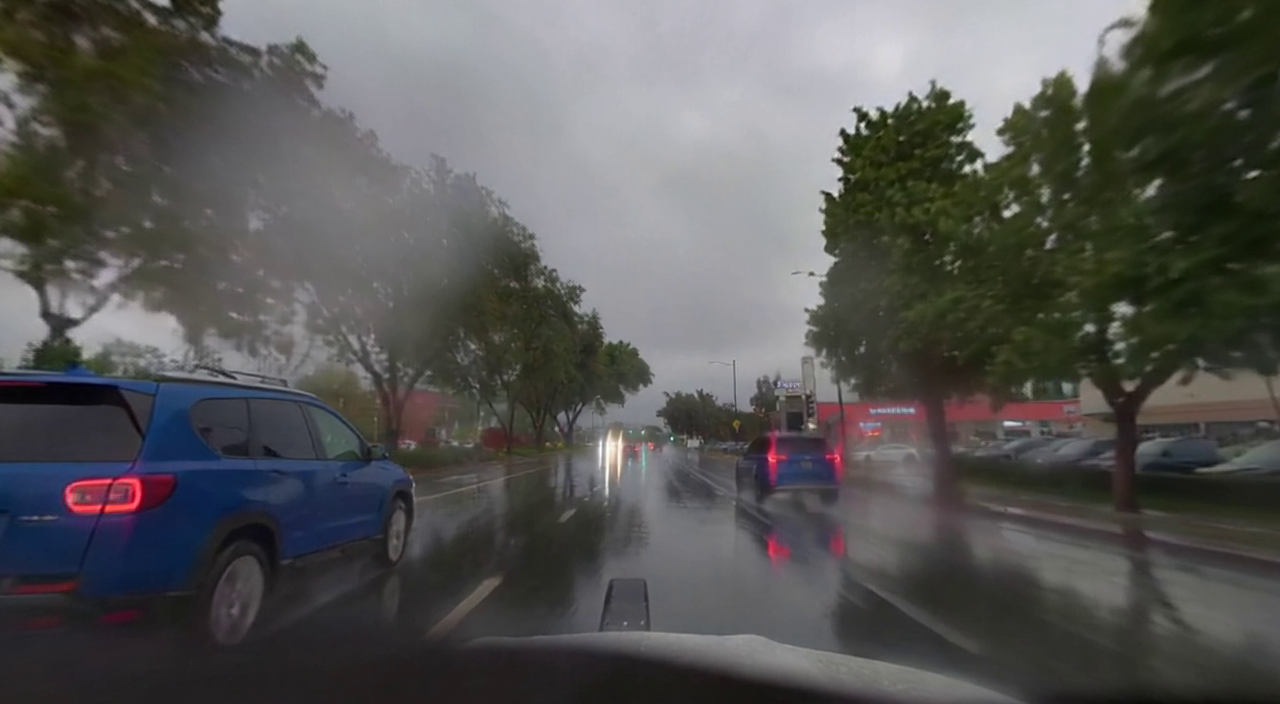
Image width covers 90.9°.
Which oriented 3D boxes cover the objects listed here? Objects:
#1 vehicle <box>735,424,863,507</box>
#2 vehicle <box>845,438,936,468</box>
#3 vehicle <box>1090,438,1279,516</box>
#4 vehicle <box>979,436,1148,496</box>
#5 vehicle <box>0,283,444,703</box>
[{"bbox_3d":[3.823,2.819,16.079,2.024,1.773,4.431,1,-8,-1],"label":"vehicle"},{"bbox_3d":[15.146,6.110,38.255,4.647,1.725,1.991,0,-8,1],"label":"vehicle"},{"bbox_3d":[13.350,2.839,14.987,1.845,1.497,4.709,-2,-8,1],"label":"vehicle"},{"bbox_3d":[13.351,3.597,20.406,1.880,1.671,5.180,0,-8,0],"label":"vehicle"},{"bbox_3d":[-3.399,1.009,4.881,2.210,1.925,4.838,0,-8,0],"label":"vehicle"}]
